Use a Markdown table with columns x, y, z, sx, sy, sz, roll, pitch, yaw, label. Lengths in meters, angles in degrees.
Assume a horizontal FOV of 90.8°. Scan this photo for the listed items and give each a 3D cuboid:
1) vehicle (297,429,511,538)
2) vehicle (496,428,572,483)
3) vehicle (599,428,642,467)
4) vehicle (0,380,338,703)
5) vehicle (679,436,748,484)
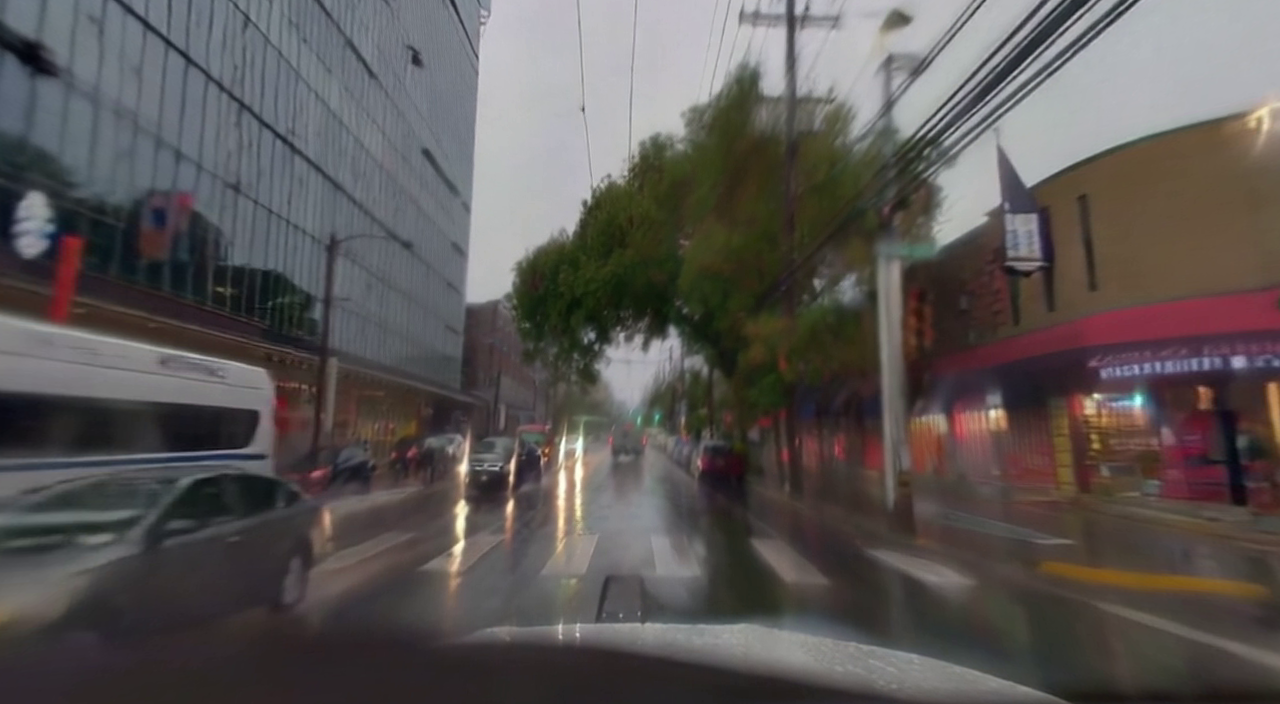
| x | y | z | sx | sy | sz | roll | pitch | yaw | label |
| --- | --- | --- | --- | --- | --- | --- | --- | --- | --- |
| -3.888 | 2.207 | 11.255 | 1.990 | 1.568 | 3.885 | -1 | -8 | 6 | vehicle |
| -3.661 | 3.647 | 22.577 | 1.983 | 1.727 | 4.294 | 0 | -8 | -1 | vehicle |
| -1.047 | 5.033 | 33.483 | 2.127 | 1.893 | 4.194 | 0 | -8 | -2 | vehicle |
| -3.437 | 1.032 | 3.081 | 2.026 | 1.616 | 4.109 | 0 | -8 | -3 | vehicle |
| 2.662 | 4.002 | 23.789 | 1.934 | 1.633 | 4.271 | 0 | -8 | -2 | vehicle |
